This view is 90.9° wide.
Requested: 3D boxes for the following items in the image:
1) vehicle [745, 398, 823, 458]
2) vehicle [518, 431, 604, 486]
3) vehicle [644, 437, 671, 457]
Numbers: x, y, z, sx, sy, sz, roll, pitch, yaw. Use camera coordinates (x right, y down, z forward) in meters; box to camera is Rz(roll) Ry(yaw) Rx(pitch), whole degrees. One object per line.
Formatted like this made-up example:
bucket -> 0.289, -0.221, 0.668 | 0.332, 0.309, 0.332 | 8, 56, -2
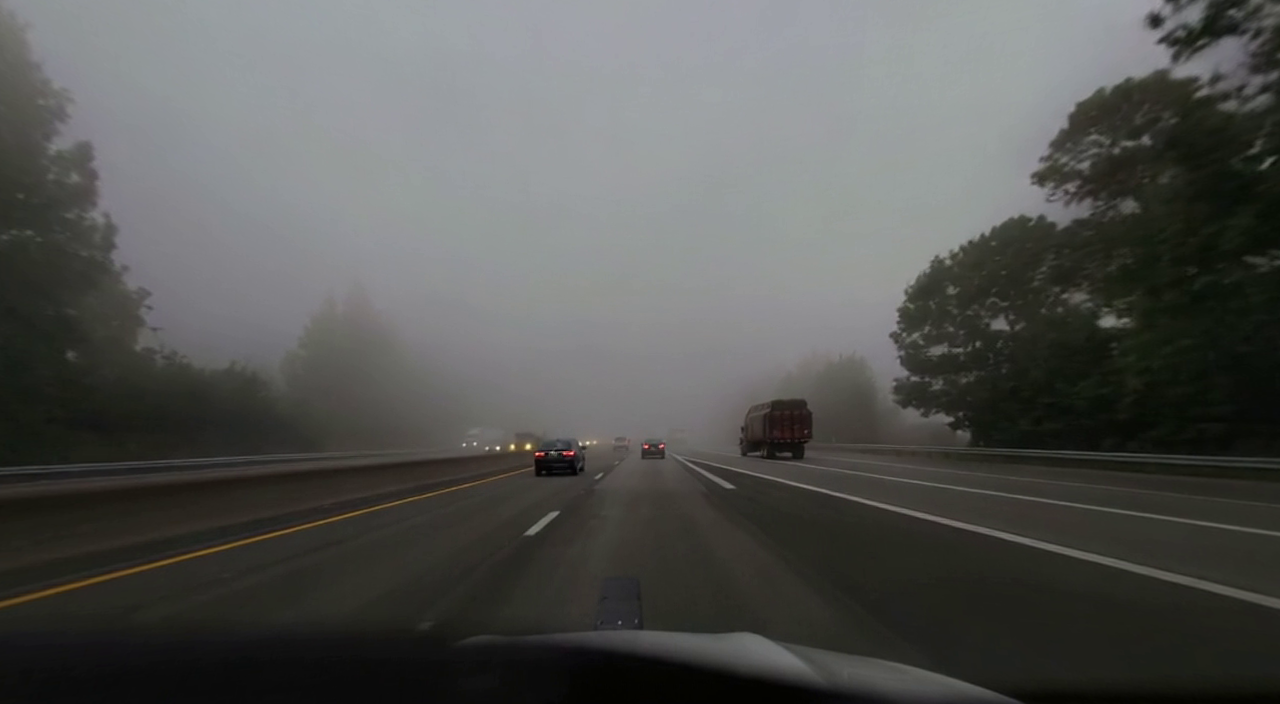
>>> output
vehicle -> 10.218, 5.630, 46.065 | 2.999, 3.901, 10.127 | 0, -8, -1
vehicle -> -2.456, 3.440, 20.828 | 2.137, 1.618, 4.209 | 0, -8, 2
vehicle -> 1.341, 7.373, 49.054 | 2.004, 1.465, 3.842 | 0, -8, 1
